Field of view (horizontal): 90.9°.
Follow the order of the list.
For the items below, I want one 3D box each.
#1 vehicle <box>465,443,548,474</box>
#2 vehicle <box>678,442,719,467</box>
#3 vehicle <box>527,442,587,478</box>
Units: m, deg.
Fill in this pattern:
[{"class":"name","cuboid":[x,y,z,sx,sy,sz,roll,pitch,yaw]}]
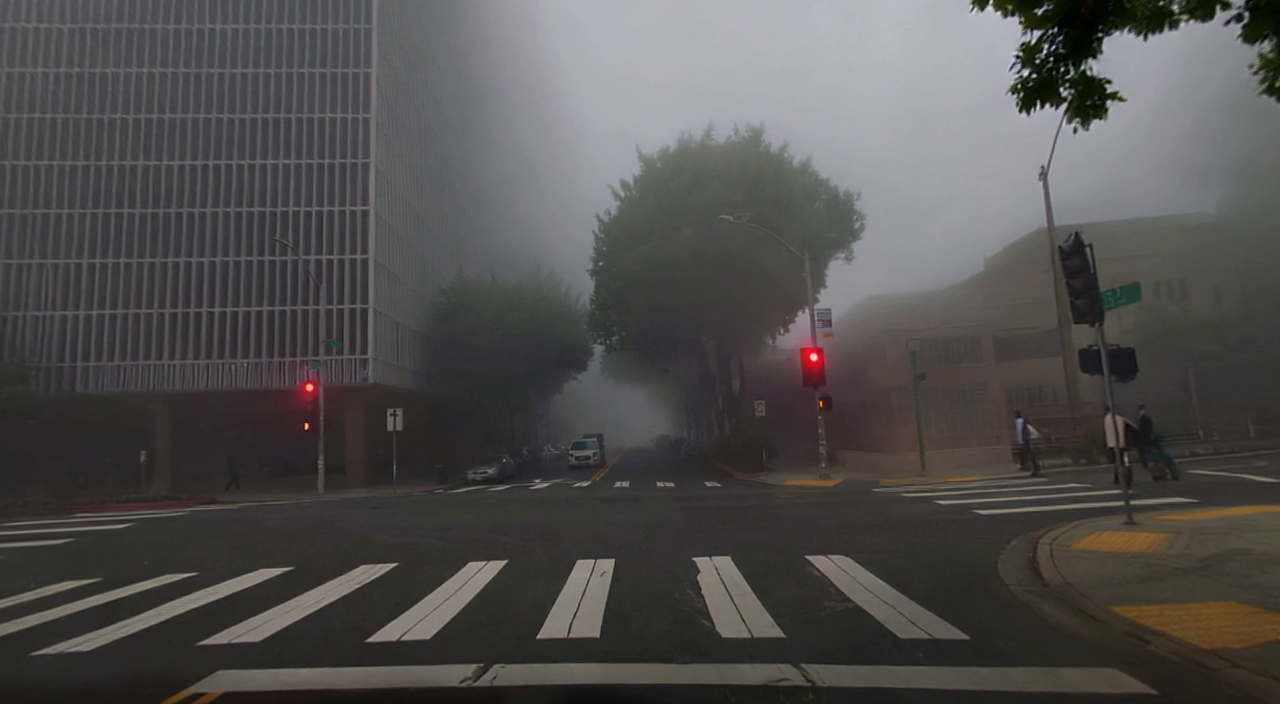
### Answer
[{"class":"vehicle","cuboid":[-8.011,6.358,38.030,4.526,1.726,1.963,8,-12,-44]},{"class":"vehicle","cuboid":[3.541,6.276,38.860,1.853,1.426,4.160,1,-8,-3]},{"class":"vehicle","cuboid":[-3.670,4.843,28.623,1.989,1.481,4.500,0,-8,1]}]
